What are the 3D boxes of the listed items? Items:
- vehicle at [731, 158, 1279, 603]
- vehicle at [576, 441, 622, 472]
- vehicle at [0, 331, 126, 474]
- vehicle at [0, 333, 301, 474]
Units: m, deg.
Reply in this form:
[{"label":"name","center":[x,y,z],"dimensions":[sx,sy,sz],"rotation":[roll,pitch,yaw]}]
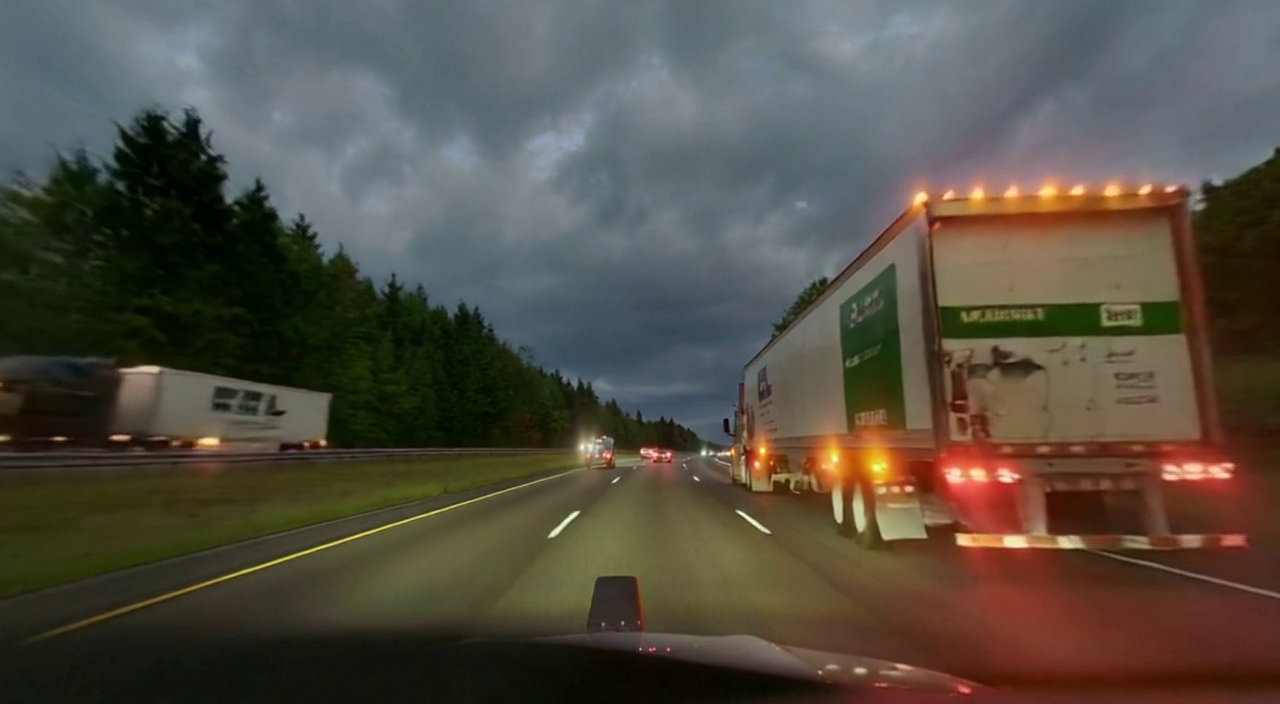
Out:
[{"label":"vehicle","center":[4.426,1.210,12.517],"dimensions":[3.057,3.993,13.914],"rotation":[0,-9,0]},{"label":"vehicle","center":[-2.357,6.166,37.351],"dimensions":[2.205,1.728,4.397],"rotation":[-1,-9,3]},{"label":"vehicle","center":[-19.581,1.599,18.835],"dimensions":[2.971,4.003,6.027],"rotation":[0,-9,1]},{"label":"vehicle","center":[-19.353,2.583,25.419],"dimensions":[2.914,4.061,14.588],"rotation":[0,-9,2]}]
